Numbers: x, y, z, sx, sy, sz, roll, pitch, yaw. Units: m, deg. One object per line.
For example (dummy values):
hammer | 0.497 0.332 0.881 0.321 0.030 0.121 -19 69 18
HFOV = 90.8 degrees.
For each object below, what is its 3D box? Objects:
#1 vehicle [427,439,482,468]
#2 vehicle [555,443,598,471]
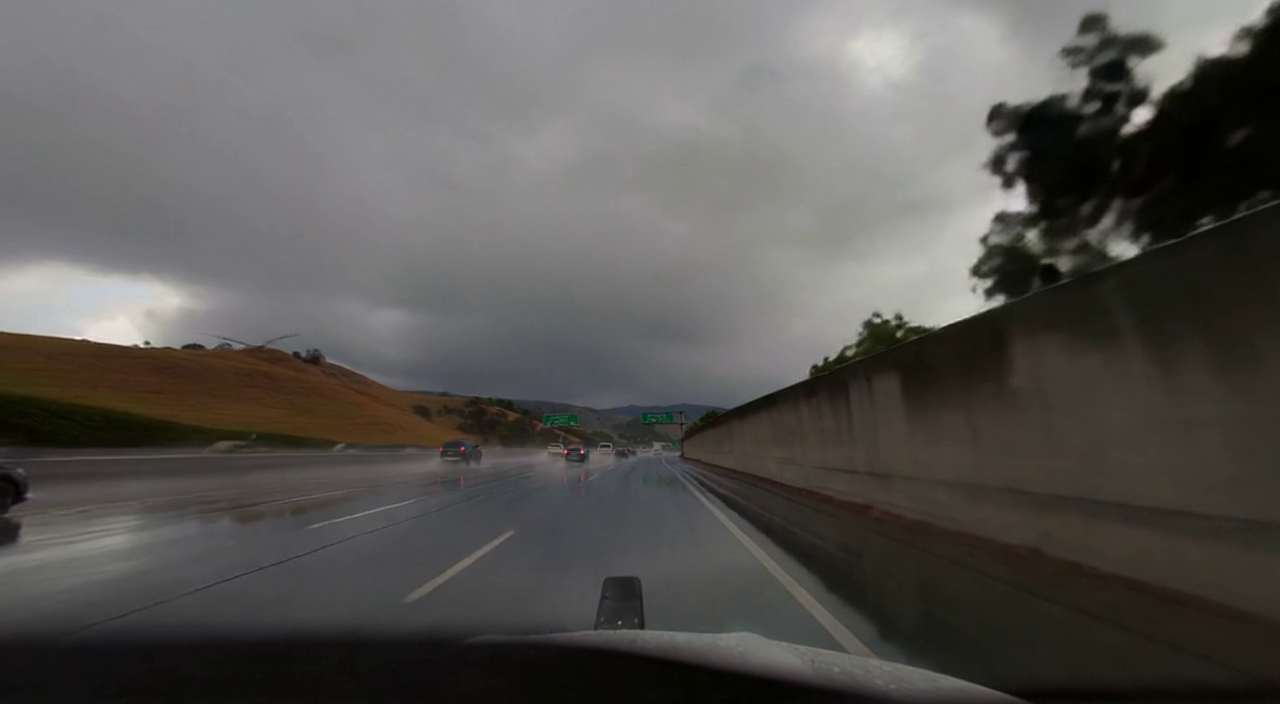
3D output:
vehicle | -12.316 6.763 42.274 2.076 1.766 4.831 0 -8 2
vehicle | -3.561 5.970 36.102 1.931 1.492 4.076 0 -8 1
